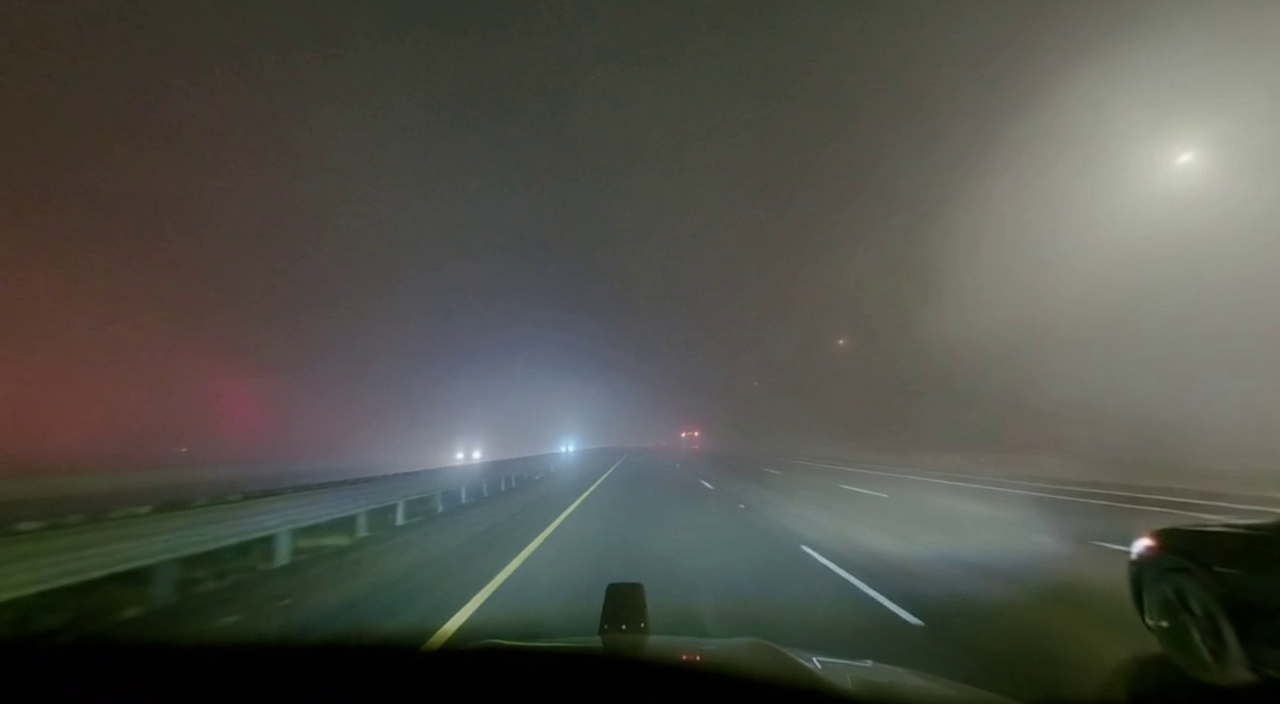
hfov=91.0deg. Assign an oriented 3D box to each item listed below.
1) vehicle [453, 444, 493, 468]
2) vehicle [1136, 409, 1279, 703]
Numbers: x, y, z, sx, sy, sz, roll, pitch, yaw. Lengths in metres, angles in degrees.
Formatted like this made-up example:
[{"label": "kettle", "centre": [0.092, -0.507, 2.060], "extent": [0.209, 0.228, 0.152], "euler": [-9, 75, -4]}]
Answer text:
[{"label": "vehicle", "centre": [-12.700, 7.883, 48.044], "extent": [1.793, 1.686, 4.412], "euler": [0, -8, 1]}, {"label": "vehicle", "centre": [3.513, 0.766, 1.389], "extent": [1.683, 1.400, 3.868], "euler": [0, -8, 1]}]
